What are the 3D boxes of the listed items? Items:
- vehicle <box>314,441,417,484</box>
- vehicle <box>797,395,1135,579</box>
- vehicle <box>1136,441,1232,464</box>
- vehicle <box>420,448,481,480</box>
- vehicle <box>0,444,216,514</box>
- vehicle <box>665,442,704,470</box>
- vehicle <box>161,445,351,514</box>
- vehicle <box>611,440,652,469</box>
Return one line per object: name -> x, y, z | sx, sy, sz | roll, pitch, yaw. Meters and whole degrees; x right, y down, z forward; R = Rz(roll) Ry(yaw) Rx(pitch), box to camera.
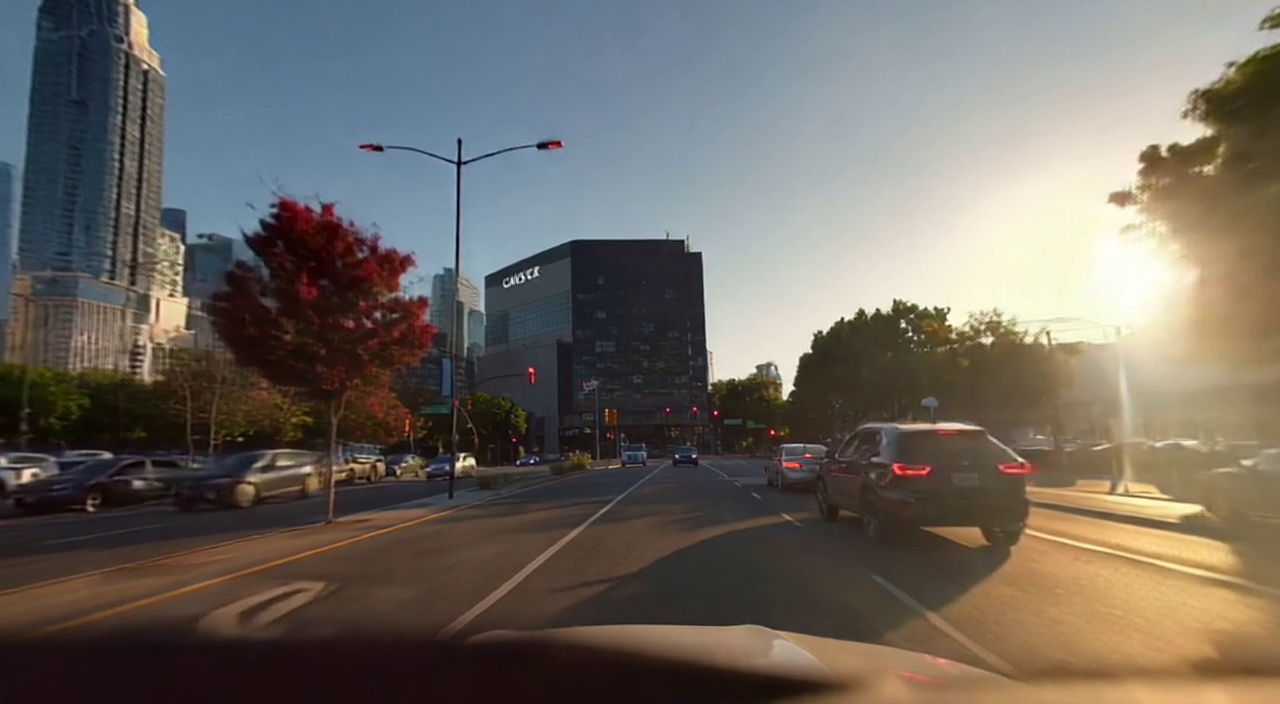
vehicle -> -13.446, 5.440, 31.463 | 2.337, 1.895, 5.872 | -1, -8, 2
vehicle -> 3.835, 1.700, 8.770 | 2.282, 1.797, 4.924 | -1, -8, 3
vehicle -> 38.851, 7.189, 45.114 | 4.775, 1.529, 1.992 | -2, -8, 6
vehicle -> -9.616, 5.697, 32.380 | 1.884, 1.456, 4.356 | 0, -8, -2
vehicle -> -16.740, 3.915, 20.201 | 2.200, 1.884, 5.653 | 0, -8, 2
vehicle -> 2.529, 5.799, 35.259 | 2.059, 1.477, 3.988 | -1, -8, 5
vehicle -> -10.093, 3.337, 17.097 | 2.047, 1.572, 4.472 | -1, -8, 5
vehicle -> -0.451, 6.234, 38.504 | 2.057, 1.678, 4.639 | -1, -8, 5
